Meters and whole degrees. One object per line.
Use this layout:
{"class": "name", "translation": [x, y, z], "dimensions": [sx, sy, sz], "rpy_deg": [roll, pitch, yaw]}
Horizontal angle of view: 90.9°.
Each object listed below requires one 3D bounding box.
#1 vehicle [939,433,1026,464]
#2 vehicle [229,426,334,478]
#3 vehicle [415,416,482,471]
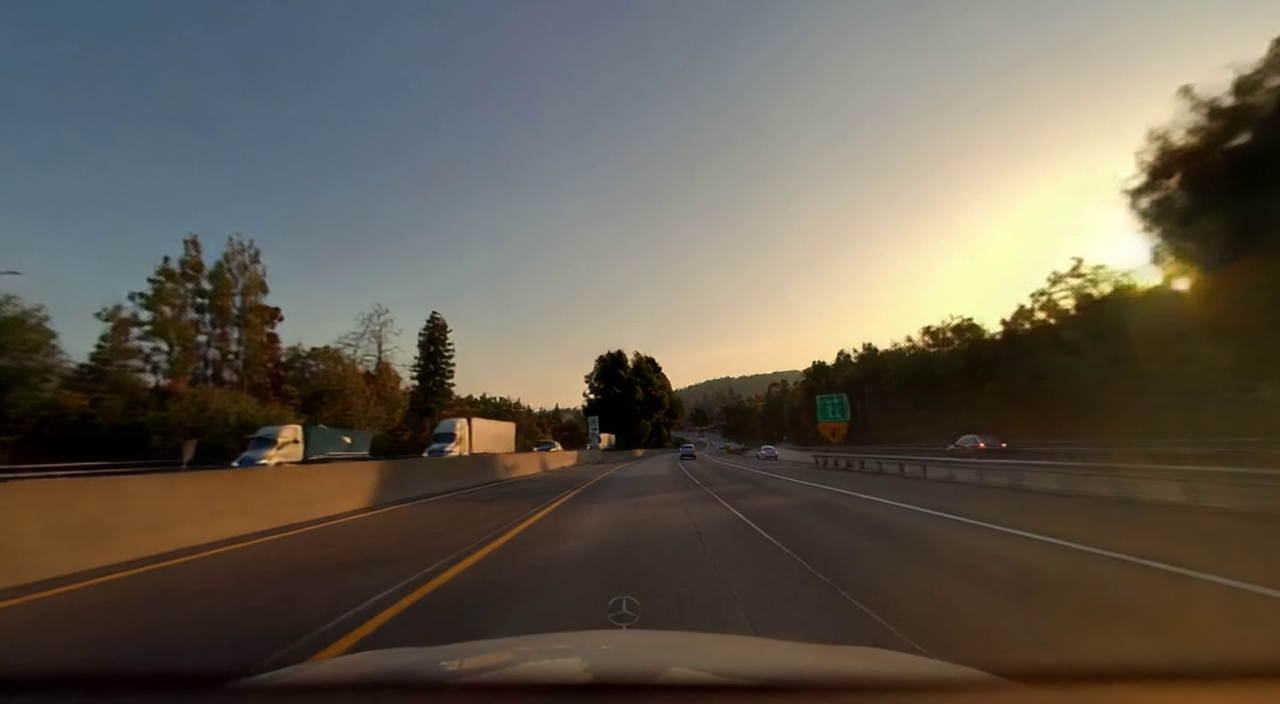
{"class": "vehicle", "translation": [21.043, 5.995, 38.969], "dimensions": [2.061, 1.776, 4.476], "rpy_deg": [2, -9, -15]}
{"class": "vehicle", "translation": [-28.047, 7.802, 49.887], "dimensions": [2.913, 3.636, 8.816], "rpy_deg": [-2, -8, 2]}
{"class": "vehicle", "translation": [-14.760, 7.138, 49.063], "dimensions": [3.020, 3.974, 5.799], "rpy_deg": [-1, -9, 4]}
